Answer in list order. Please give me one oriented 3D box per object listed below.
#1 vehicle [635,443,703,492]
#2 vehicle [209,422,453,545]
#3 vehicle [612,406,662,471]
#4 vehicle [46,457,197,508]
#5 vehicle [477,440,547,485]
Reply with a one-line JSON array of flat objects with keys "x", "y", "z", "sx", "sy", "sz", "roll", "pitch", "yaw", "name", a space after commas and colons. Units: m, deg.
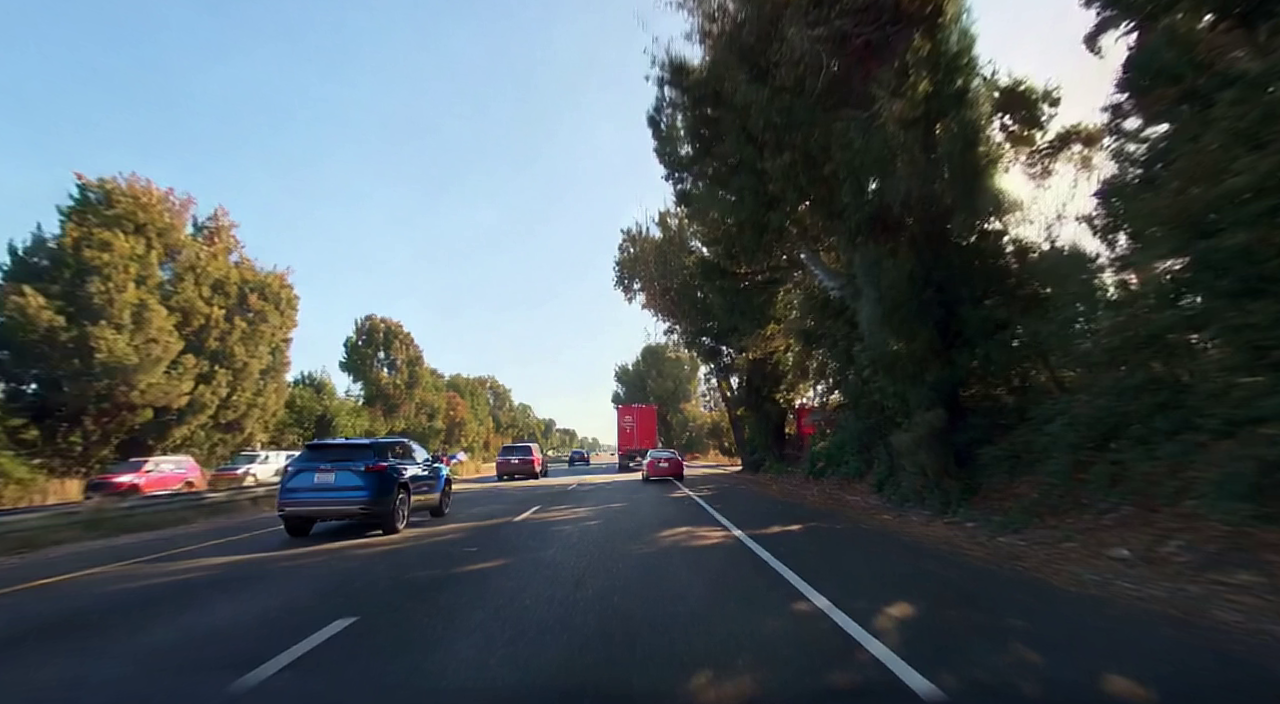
[{"x": 0.883, "y": 3.869, "z": 21.304, "sx": 2.026, "sy": 1.489, "sz": 4.045, "roll": 0, "pitch": -9, "yaw": -1, "name": "vehicle"}, {"x": -4.908, "y": 2.142, "z": 10.813, "sx": 2.100, "sy": 1.671, "sz": 4.105, "roll": 0, "pitch": -9, "yaw": 0, "name": "vehicle"}, {"x": -0.420, "y": 6.229, "z": 44.688, "sx": 3.113, "sy": 4.066, "sz": 10.786, "roll": 0, "pitch": -9, "yaw": -3, "name": "vehicle"}, {"x": -17.422, "y": 4.377, "z": 21.354, "sx": 1.811, "sy": 1.483, "sz": 3.882, "roll": 0, "pitch": -9, "yaw": 0, "name": "vehicle"}, {"x": -5.154, "y": 4.496, "z": 25.768, "sx": 2.035, "sy": 1.664, "sz": 4.064, "roll": 0, "pitch": -9, "yaw": 0, "name": "vehicle"}]
